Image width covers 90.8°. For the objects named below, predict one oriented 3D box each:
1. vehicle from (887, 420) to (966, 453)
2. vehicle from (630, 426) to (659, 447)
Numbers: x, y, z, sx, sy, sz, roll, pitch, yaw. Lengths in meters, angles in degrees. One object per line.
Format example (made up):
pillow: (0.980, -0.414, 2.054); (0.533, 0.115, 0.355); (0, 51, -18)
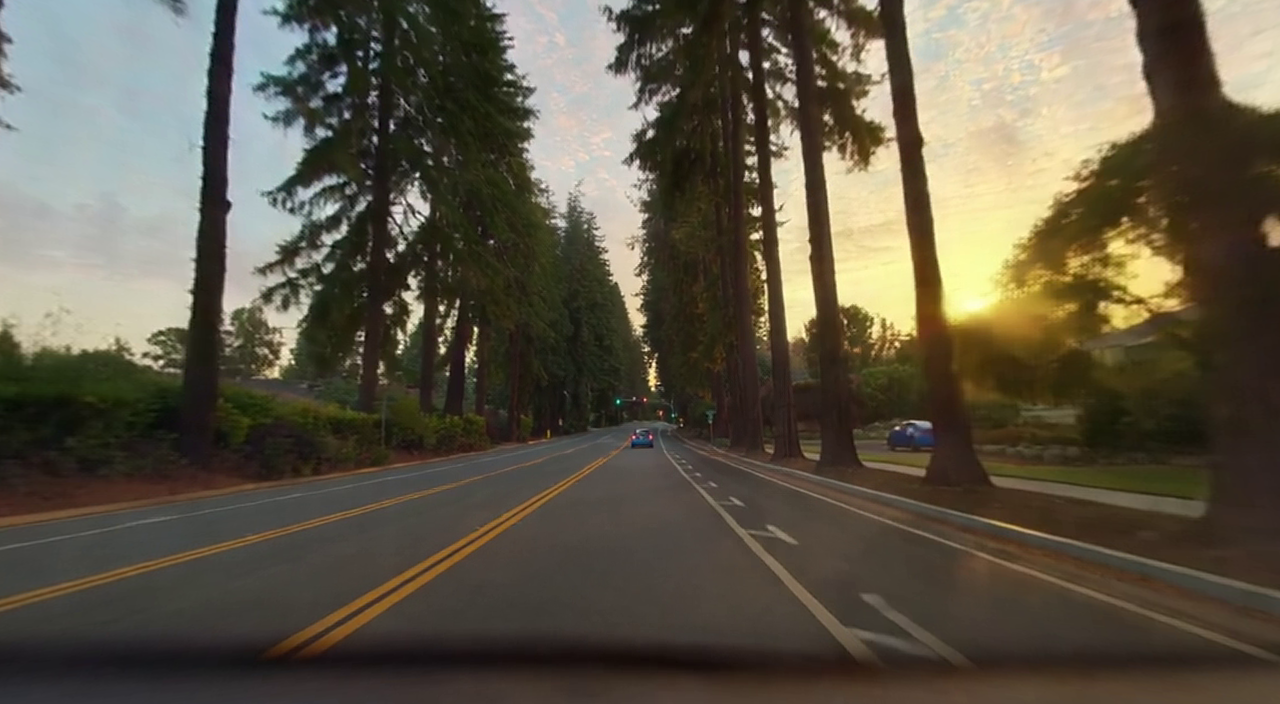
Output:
vehicle: (13.786, 4.093, 30.712); (1.762, 1.479, 4.546); (0, -8, 0)
vehicle: (0.343, 6.418, 47.631); (2.067, 1.486, 3.861); (0, -9, 1)
